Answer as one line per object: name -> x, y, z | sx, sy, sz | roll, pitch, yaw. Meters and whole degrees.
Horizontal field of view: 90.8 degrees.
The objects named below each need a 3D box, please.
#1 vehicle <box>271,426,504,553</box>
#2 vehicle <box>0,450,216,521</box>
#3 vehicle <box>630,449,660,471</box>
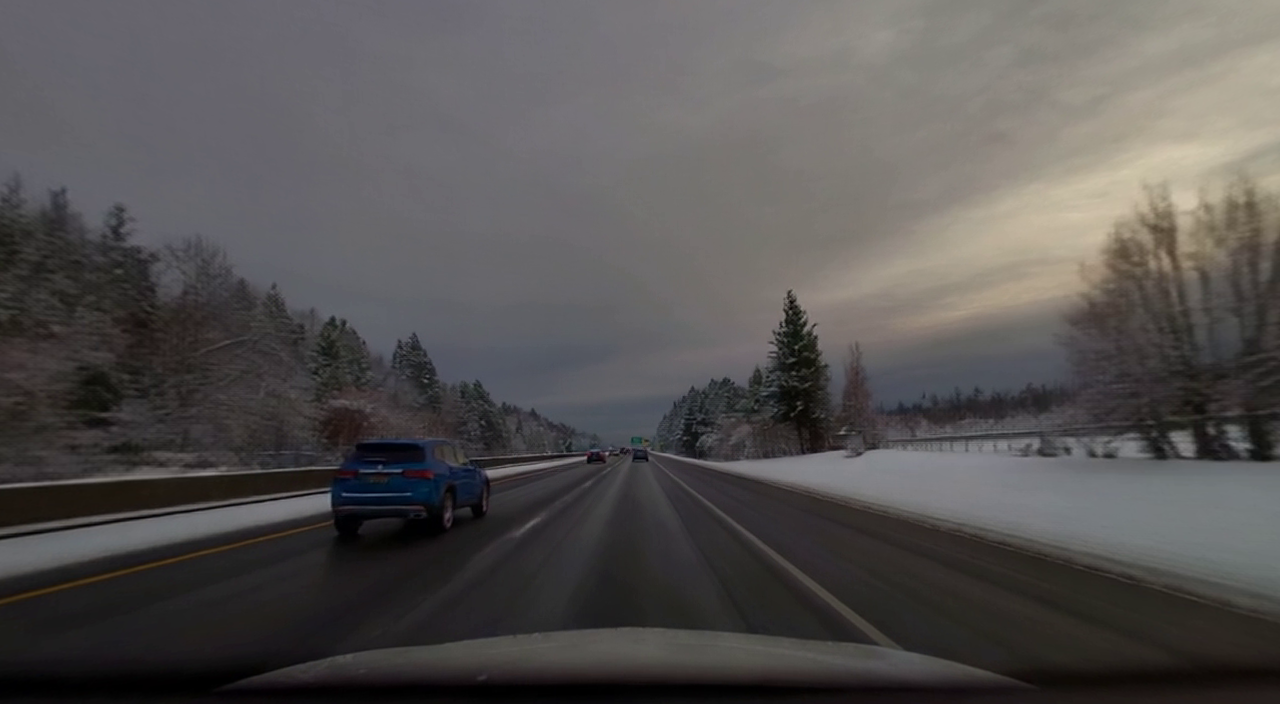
vehicle -> -3.814, 2.140, 10.534 | 2.100, 1.667, 4.223 | 0, -9, 0
vehicle -> -12.585, 3.128, 15.291 | 1.888, 1.459, 3.843 | 0, -9, 0
vehicle -> 0.301, 7.729, 45.216 | 2.046, 1.452, 4.407 | 0, -9, 0
